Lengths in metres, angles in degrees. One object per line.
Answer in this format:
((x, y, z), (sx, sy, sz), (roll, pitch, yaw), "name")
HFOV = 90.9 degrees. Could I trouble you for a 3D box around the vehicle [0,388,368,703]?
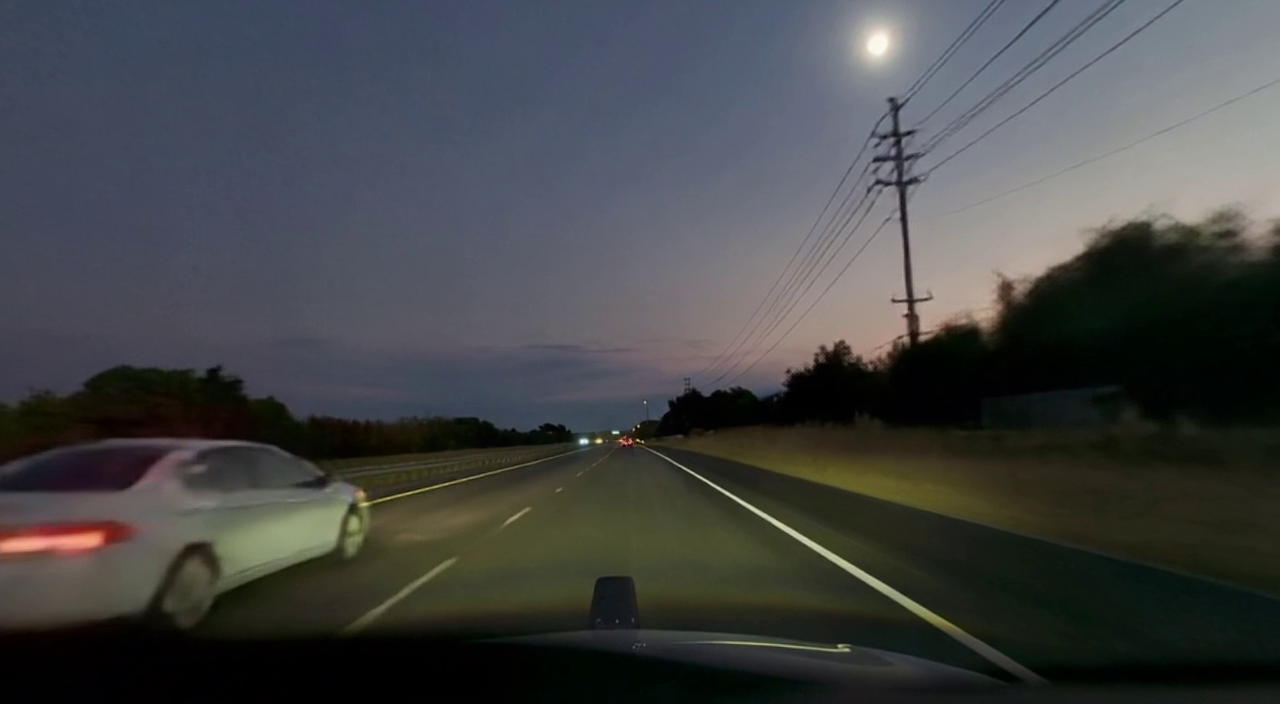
((-3.788, 1.088, 3.897), (2.150, 1.532, 4.671), (0, -8, -1), "vehicle")
